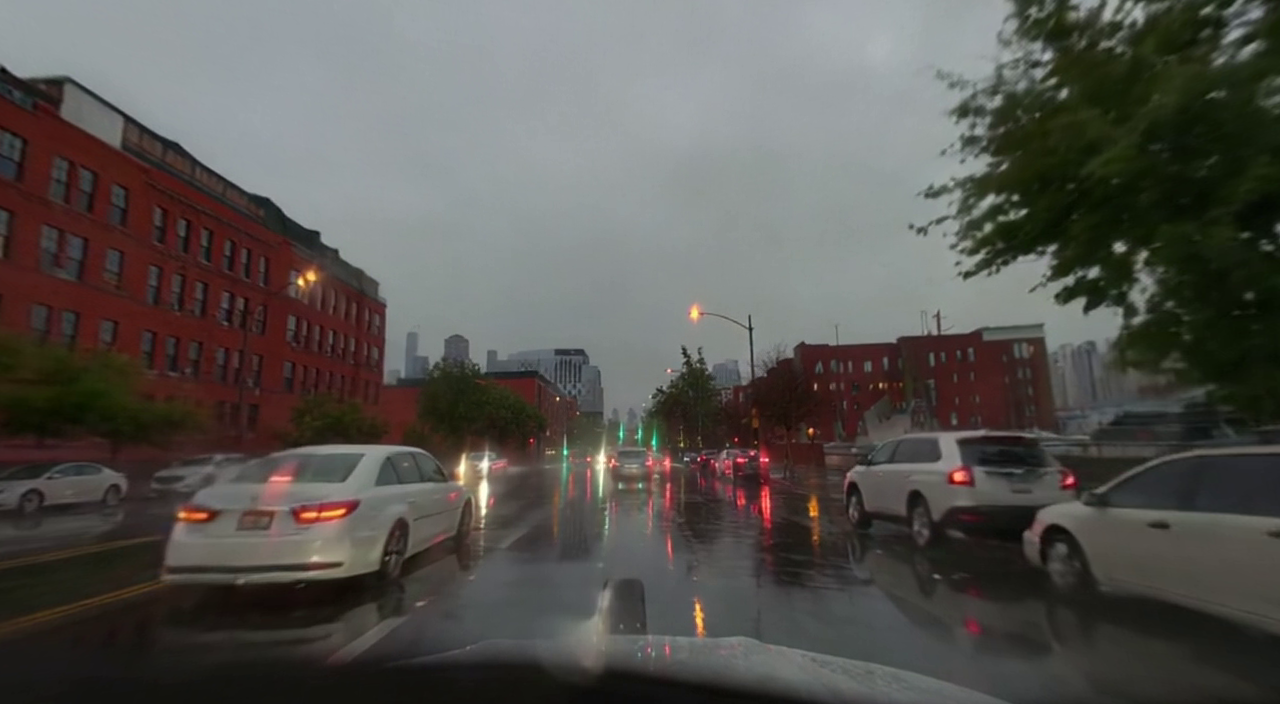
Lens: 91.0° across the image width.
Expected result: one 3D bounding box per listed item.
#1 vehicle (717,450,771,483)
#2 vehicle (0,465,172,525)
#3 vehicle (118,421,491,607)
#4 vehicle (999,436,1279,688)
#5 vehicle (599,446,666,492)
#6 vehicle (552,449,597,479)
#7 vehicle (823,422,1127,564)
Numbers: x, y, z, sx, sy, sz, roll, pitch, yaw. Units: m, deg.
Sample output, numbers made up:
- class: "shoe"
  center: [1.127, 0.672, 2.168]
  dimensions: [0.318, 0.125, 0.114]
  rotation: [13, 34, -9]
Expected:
- class: "vehicle"
  center: [4.968, 5.522, 30.693]
  dimensions: [1.832, 1.491, 4.054]
  rotation: [1, -9, -2]
- class: "vehicle"
  center: [-17.832, 4.489, 20.269]
  dimensions: [1.978, 1.568, 4.632]
  rotation: [0, -9, -1]
- class: "vehicle"
  center: [-3.421, 1.729, 7.737]
  dimensions: [1.934, 1.548, 4.635]
  rotation: [0, -9, 1]
- class: "vehicle"
  center: [4.815, 1.377, 4.478]
  dimensions: [1.910, 1.499, 4.495]
  rotation: [0, -9, 1]
- class: "vehicle"
  center: [-0.286, 4.226, 23.090]
  dimensions: [2.230, 1.518, 4.113]
  rotation: [0, -9, -1]
- class: "vehicle"
  center: [-3.640, 6.345, 35.818]
  dimensions: [1.972, 1.560, 4.066]
  rotation: [0, -9, 2]
- class: "vehicle"
  center: [4.892, 2.125, 10.296]
  dimensions: [2.123, 1.736, 4.795]
  rotation: [1, -9, -3]
